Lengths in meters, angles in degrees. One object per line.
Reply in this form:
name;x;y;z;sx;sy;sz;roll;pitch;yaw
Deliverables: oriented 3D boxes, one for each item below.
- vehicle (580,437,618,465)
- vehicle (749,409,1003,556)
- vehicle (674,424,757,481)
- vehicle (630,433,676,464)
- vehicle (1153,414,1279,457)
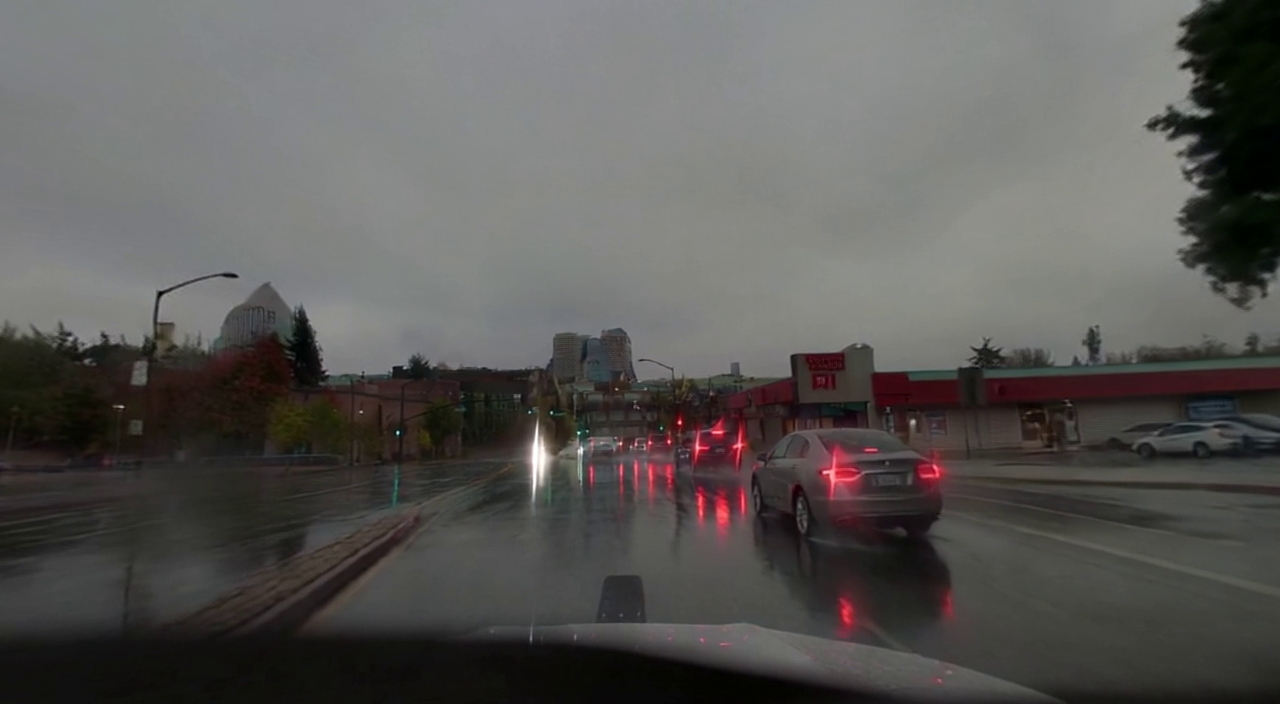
vehicle;-2.449;5.752;36.852;2.068;1.512;3.987;1;-9;-6
vehicle;3.044;1.746;9.223;1.966;1.596;3.980;-1;-8;-3
vehicle;2.497;3.476;22.106;2.046;1.768;4.370;0;-8;-4
vehicle;0.707;5.880;38.801;2.216;1.750;4.520;-1;-7;-7
vehicle;28.527;4.061;30.713;5.103;1.947;2.207;-1;-8;1
